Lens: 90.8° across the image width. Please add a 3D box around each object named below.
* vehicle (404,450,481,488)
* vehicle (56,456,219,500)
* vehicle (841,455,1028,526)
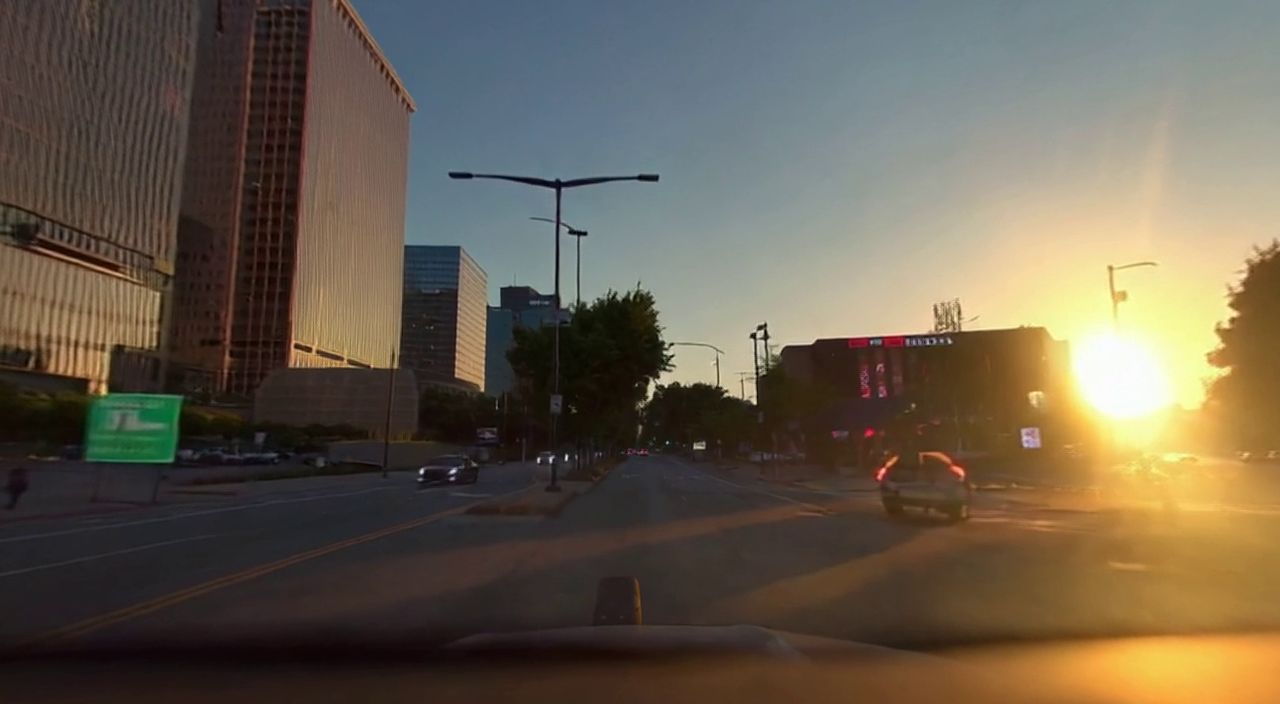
[{"bbox_3d":[-8.624,5.135,28.023,1.905,1.533,4.419,0,-9,1],"label":"vehicle"},{"bbox_3d":[-18.244,4.558,23.282,2.448,1.407,4.308,0,-9,0],"label":"vehicle"},{"bbox_3d":[6.912,3.282,15.533,2.675,1.452,4.213,0,-9,2],"label":"vehicle"}]
